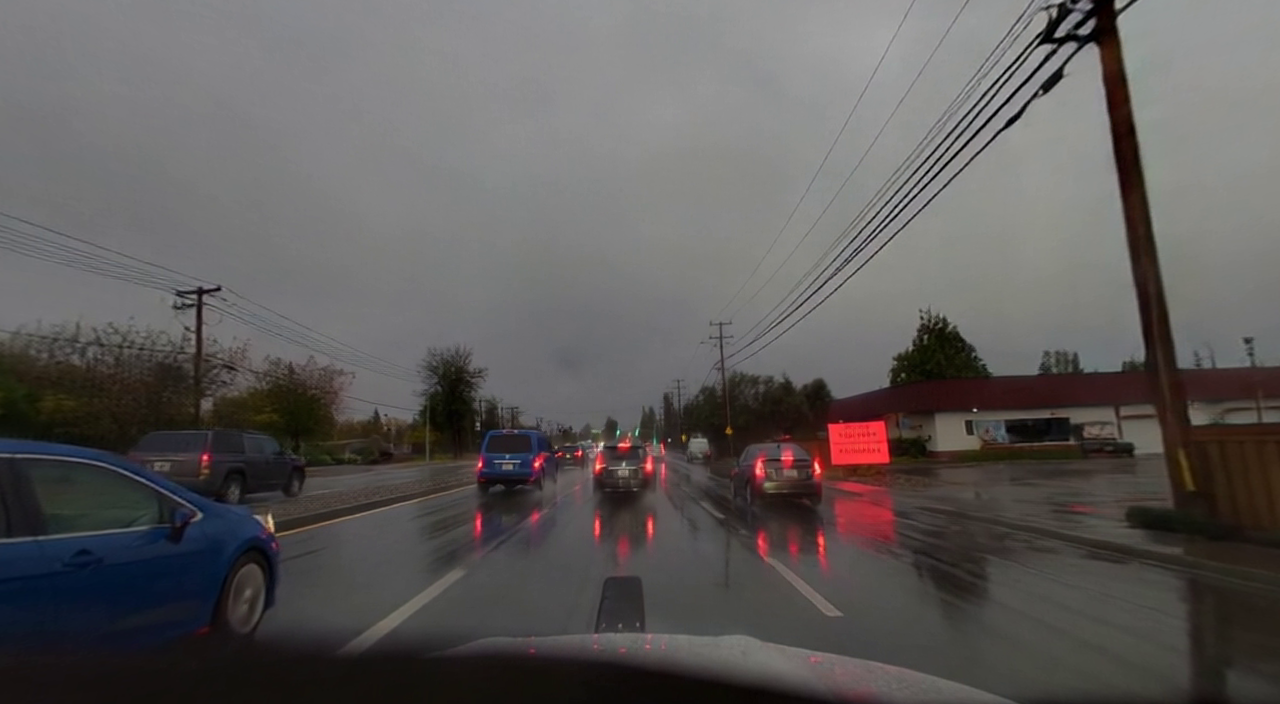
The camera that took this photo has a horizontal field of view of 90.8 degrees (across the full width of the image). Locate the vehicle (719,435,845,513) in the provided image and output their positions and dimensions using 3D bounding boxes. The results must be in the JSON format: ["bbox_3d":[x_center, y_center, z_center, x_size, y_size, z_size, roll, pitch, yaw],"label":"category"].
[{"bbox_3d":[3.039,2.686,14.354,1.880,1.521,3.724,0,-9,-2],"label":"vehicle"}]

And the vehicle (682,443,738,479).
[{"bbox_3d":[3.032,4.814,28.181,1.878,1.479,4.461,0,-9,-1],"label":"vehicle"}]

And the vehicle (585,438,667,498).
[{"bbox_3d":[-0.373,3.254,18.066,2.097,1.511,3.809,0,-9,0],"label":"vehicle"}]

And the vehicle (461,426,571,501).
[{"bbox_3d":[-3.330,3.115,18.051,2.092,1.839,4.736,0,-9,1],"label":"vehicle"}]

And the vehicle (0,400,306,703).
[{"bbox_3d":[-3.346,0.889,2.164,2.004,1.454,4.349,0,-9,0],"label":"vehicle"}]
